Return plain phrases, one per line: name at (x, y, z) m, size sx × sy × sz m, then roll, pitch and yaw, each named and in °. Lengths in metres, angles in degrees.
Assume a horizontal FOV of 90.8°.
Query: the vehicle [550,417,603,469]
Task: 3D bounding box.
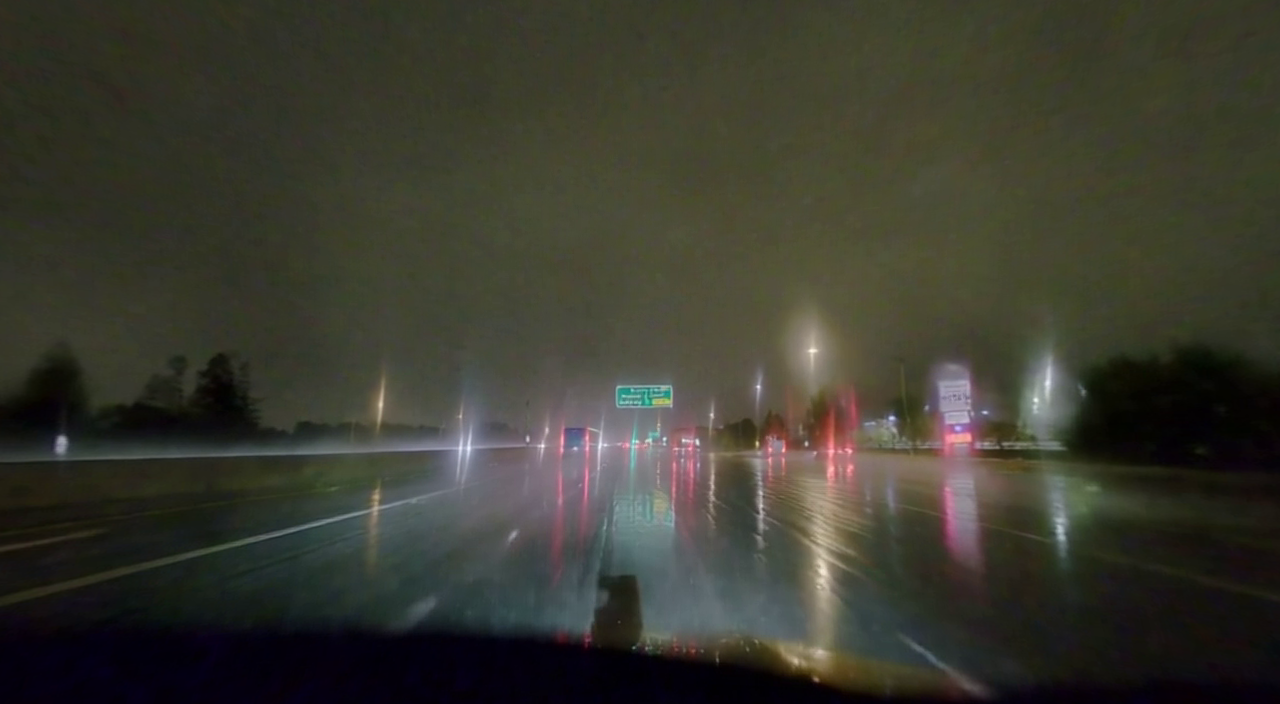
vehicle at (-3.863, 5.790, 40.047) m, size 2.881 × 2.937 × 7.045 m, roll 0°, pitch -9°, yaw -2°
